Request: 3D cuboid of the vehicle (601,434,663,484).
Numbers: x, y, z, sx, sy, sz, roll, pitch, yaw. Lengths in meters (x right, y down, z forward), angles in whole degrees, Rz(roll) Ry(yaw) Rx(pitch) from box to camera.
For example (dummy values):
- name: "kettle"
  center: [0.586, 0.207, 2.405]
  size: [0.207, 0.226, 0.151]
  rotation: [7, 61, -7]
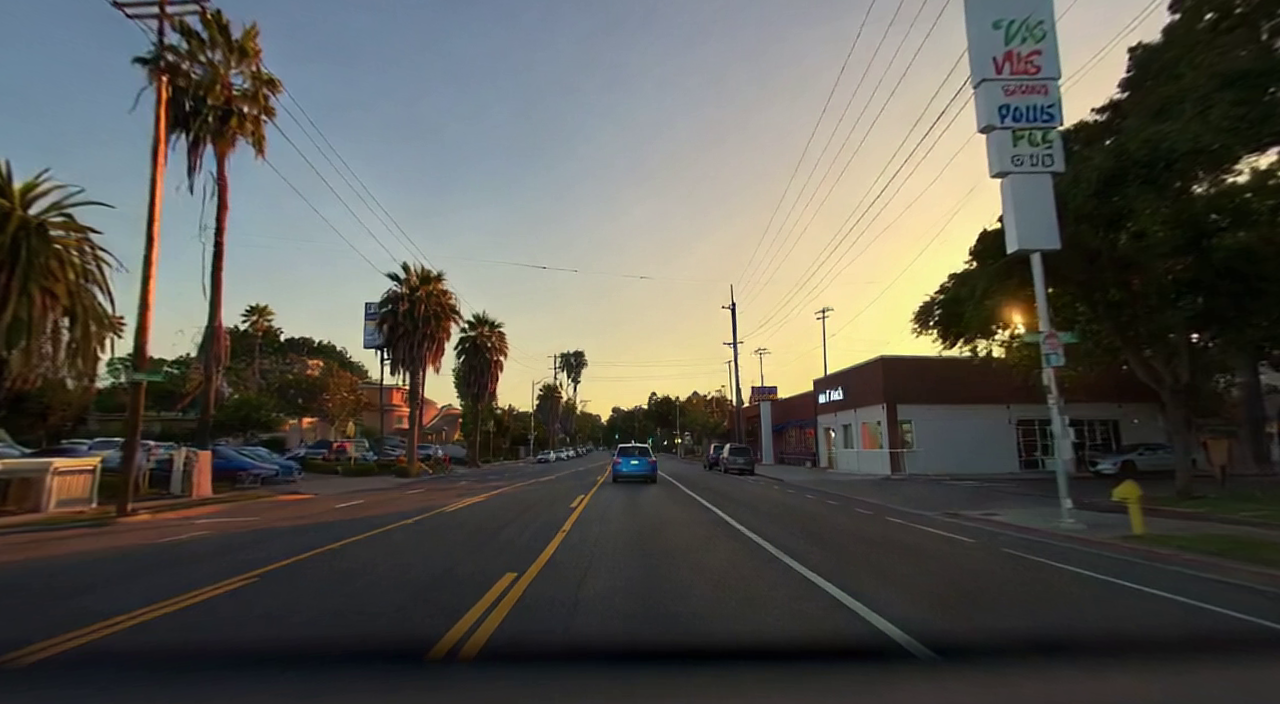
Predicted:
- name: "vehicle"
  center: [-0.324, 4.283, 25.515]
  size: [2.264, 1.798, 4.563]
  rotation: [0, -8, -1]

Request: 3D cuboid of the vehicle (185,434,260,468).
- name: "vehicle"
  center: [-22.159, 5.261, 33.603]
  size: [1.860, 1.656, 4.483]
  rotation: [2, -9, -14]

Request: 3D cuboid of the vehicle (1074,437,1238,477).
- name: "vehicle"
  center: [20.164, 4.111, 24.750]
  size: [4.707, 1.461, 1.994]
  rotation: [0, -9, -2]

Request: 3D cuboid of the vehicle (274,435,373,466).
- name: "vehicle"
  center: [-19.198, 5.971, 38.339]
  size: [4.976, 1.741, 1.986]
  rotation: [7, -11, -40]

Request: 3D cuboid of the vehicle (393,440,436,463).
- name: "vehicle"
  center: [-17.788, 7.853, 49.866]
  size: [2.084, 1.678, 4.707]
  rotation: [1, -9, -7]

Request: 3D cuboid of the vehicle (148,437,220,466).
- name: "vehicle"
  center: [-25.019, 5.483, 34.680]
  size: [1.760, 1.501, 3.655]
  rotation: [2, -9, -12]

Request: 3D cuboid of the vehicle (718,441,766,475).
- name: "vehicle"
  center: [5.828, 6.092, 36.455]
  size: [1.945, 1.791, 4.460]
  rotation: [0, -9, -1]
